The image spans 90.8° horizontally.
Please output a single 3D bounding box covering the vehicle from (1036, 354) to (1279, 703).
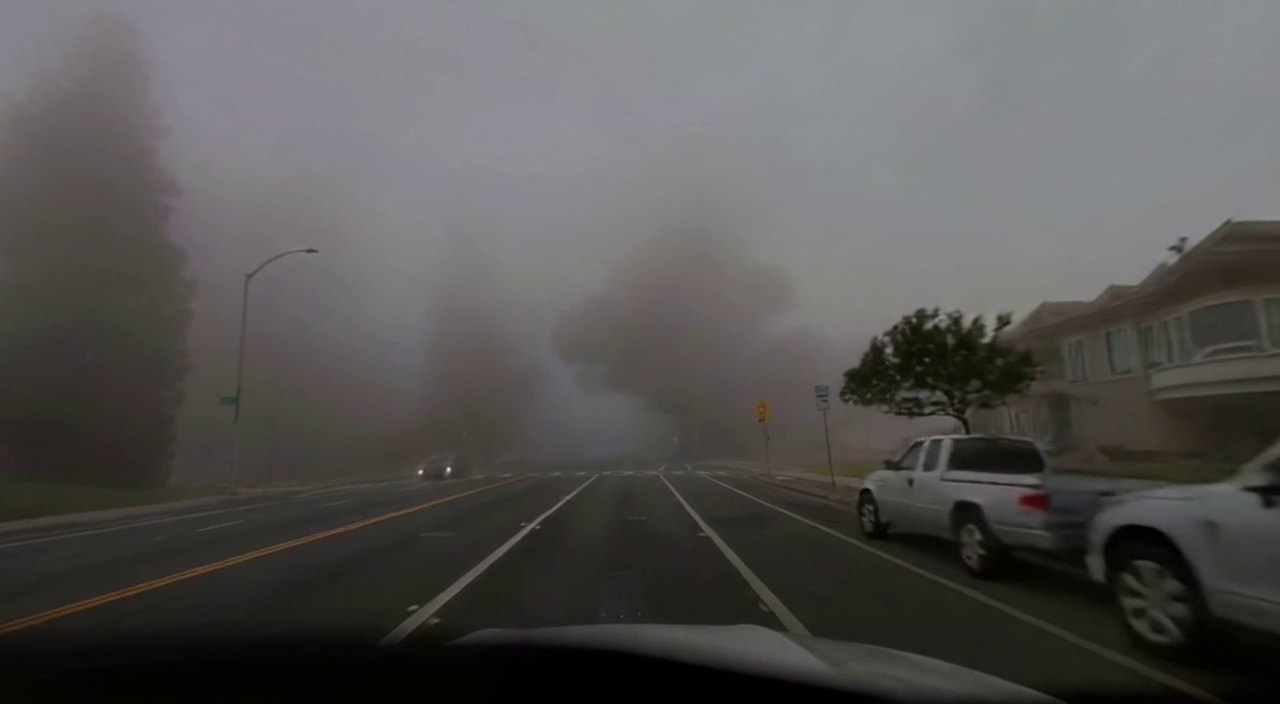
[{"bbox_3d":[4.101,0.798,2.318,2.220,1.752,4.782,0,-8,1],"label":"vehicle"}]

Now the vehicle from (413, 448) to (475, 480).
[{"bbox_3d":[-10.448,5.975,34.011,2.022,1.569,4.275,0,-8,-1],"label":"vehicle"}]
